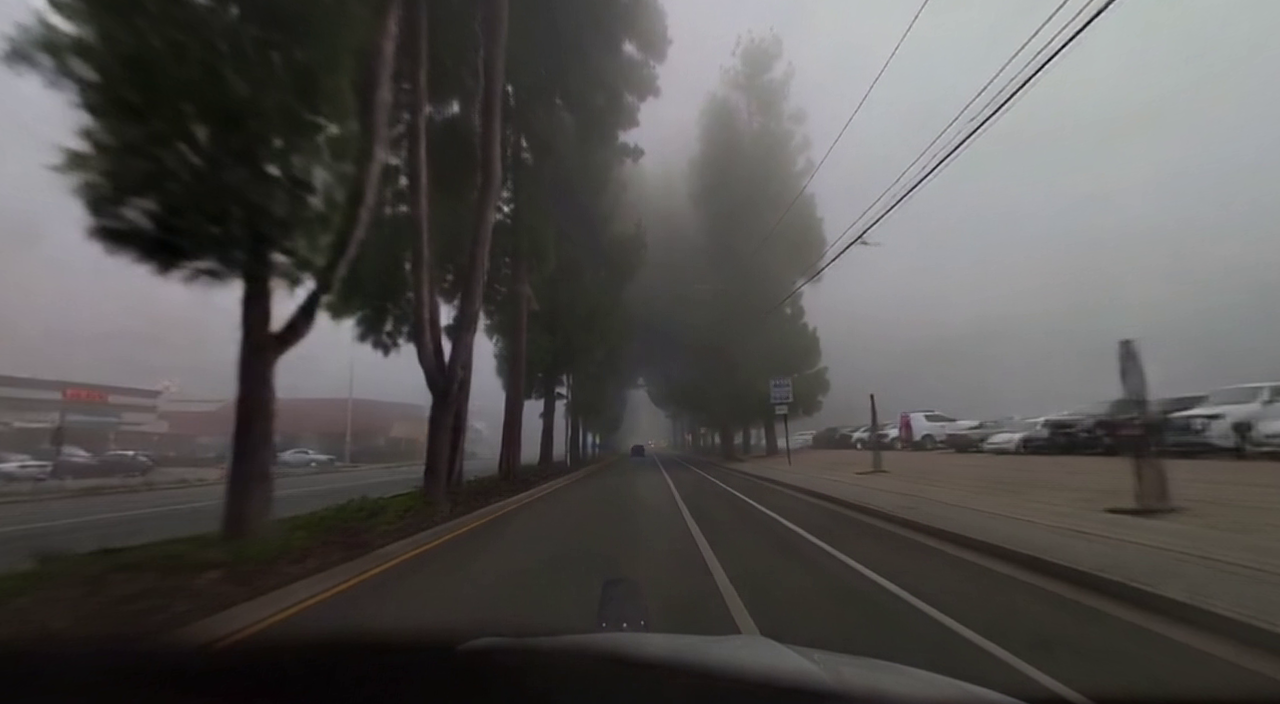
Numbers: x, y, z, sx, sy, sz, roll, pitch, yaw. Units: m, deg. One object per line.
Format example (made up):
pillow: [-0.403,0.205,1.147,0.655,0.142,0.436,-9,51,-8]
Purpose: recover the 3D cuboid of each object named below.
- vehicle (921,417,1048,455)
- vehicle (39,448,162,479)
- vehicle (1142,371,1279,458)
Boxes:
vehicle: [13.419,3.321,24.733,3.820,1.413,1.952,0,-9,0]
vehicle: [-31.342,6.456,36.724,5.115,1.744,2.000,0,-9,-3]
vehicle: [12.959,1.299,12.663,3.998,1.612,1.980,0,-9,-1]
